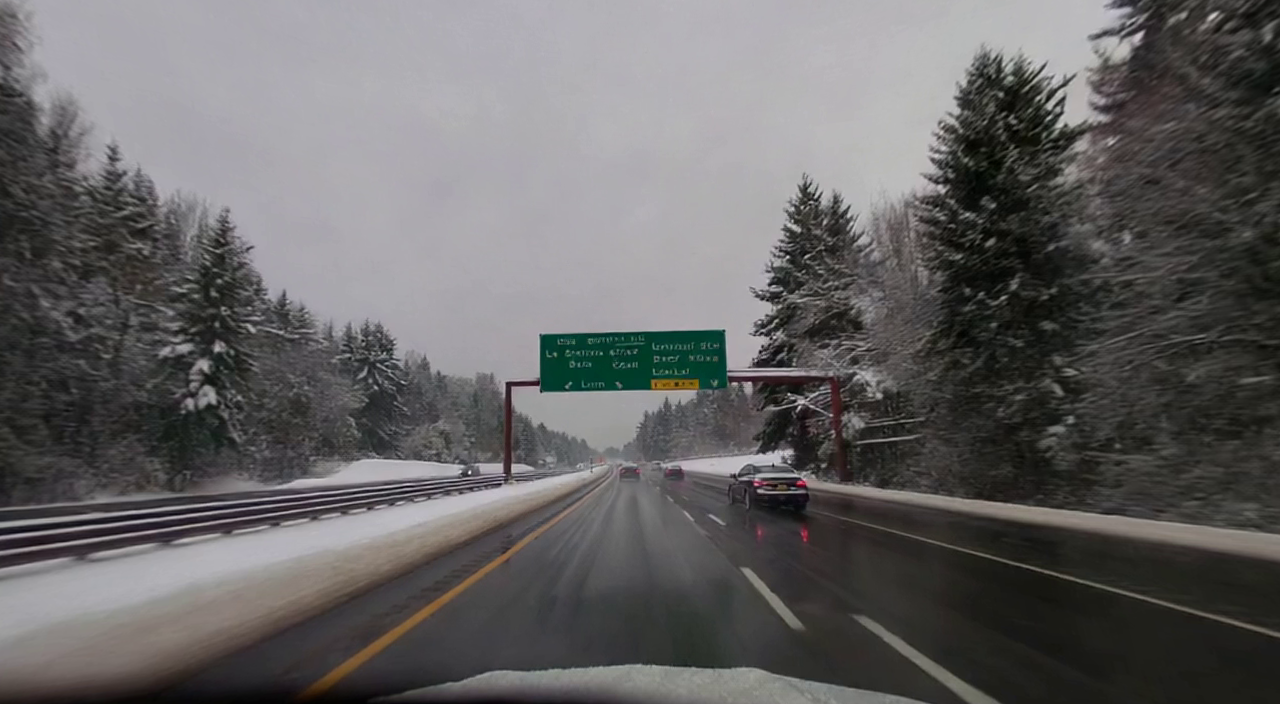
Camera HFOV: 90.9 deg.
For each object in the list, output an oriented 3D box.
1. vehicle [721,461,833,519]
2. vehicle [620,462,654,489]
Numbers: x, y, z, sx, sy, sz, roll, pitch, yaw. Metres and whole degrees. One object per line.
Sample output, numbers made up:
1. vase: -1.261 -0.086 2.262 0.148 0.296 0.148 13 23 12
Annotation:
1. vehicle: 3.775 3.932 18.370 2.018 1.426 4.941 1 -10 -2
2. vehicle: -0.229 7.465 38.256 1.980 1.483 3.865 1 -10 -1
